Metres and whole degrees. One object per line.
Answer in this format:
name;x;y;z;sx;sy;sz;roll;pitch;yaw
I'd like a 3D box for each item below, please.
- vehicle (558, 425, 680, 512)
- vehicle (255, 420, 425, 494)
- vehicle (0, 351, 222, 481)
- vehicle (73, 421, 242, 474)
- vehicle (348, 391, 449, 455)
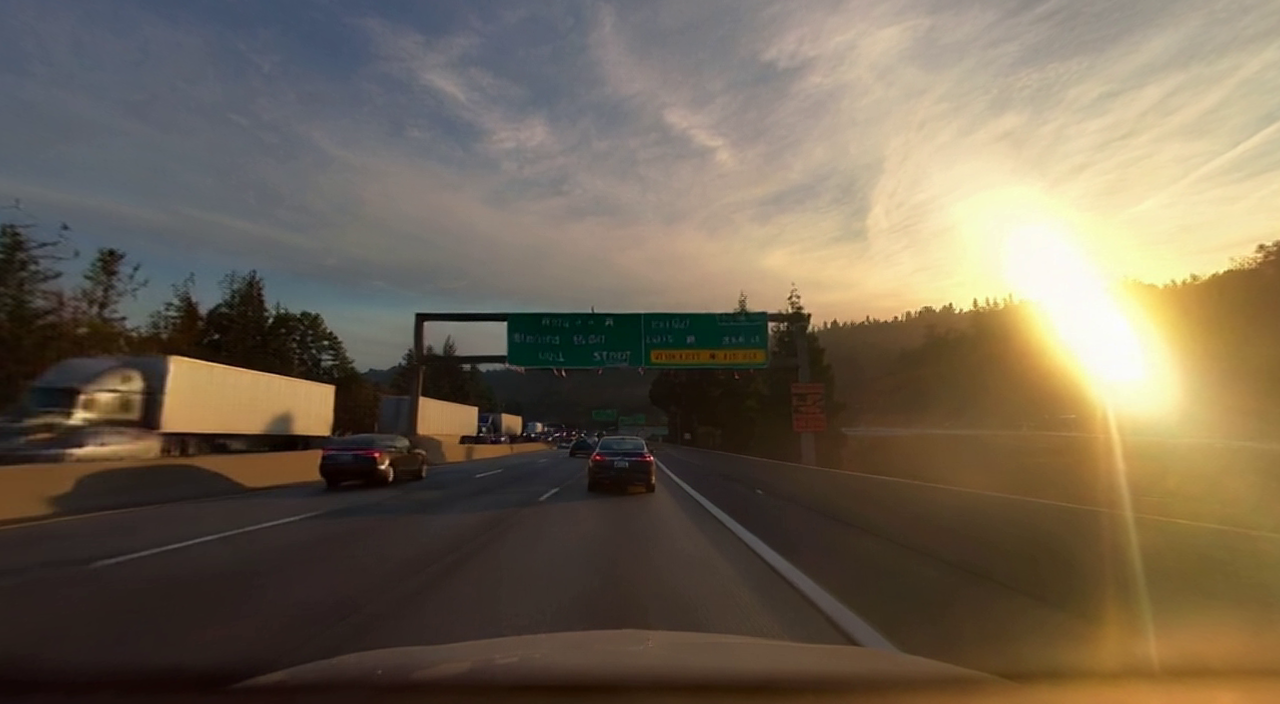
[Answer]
vehicle;-0.368;2.361;13.299;2.127;1.497;4.445;0;-8;0
vehicle;-7.633;2.719;16.656;2.325;1.663;4.426;0;-8;0
vehicle;-19.003;2.444;22.814;2.695;3.963;7.031;0;-8;-1
vehicle;-14.901;2.981;19.796;1.865;1.476;4.348;0;-8;0
vehicle;-15.280;4.730;40.790;3.034;3.627;9.026;0;-8;0
